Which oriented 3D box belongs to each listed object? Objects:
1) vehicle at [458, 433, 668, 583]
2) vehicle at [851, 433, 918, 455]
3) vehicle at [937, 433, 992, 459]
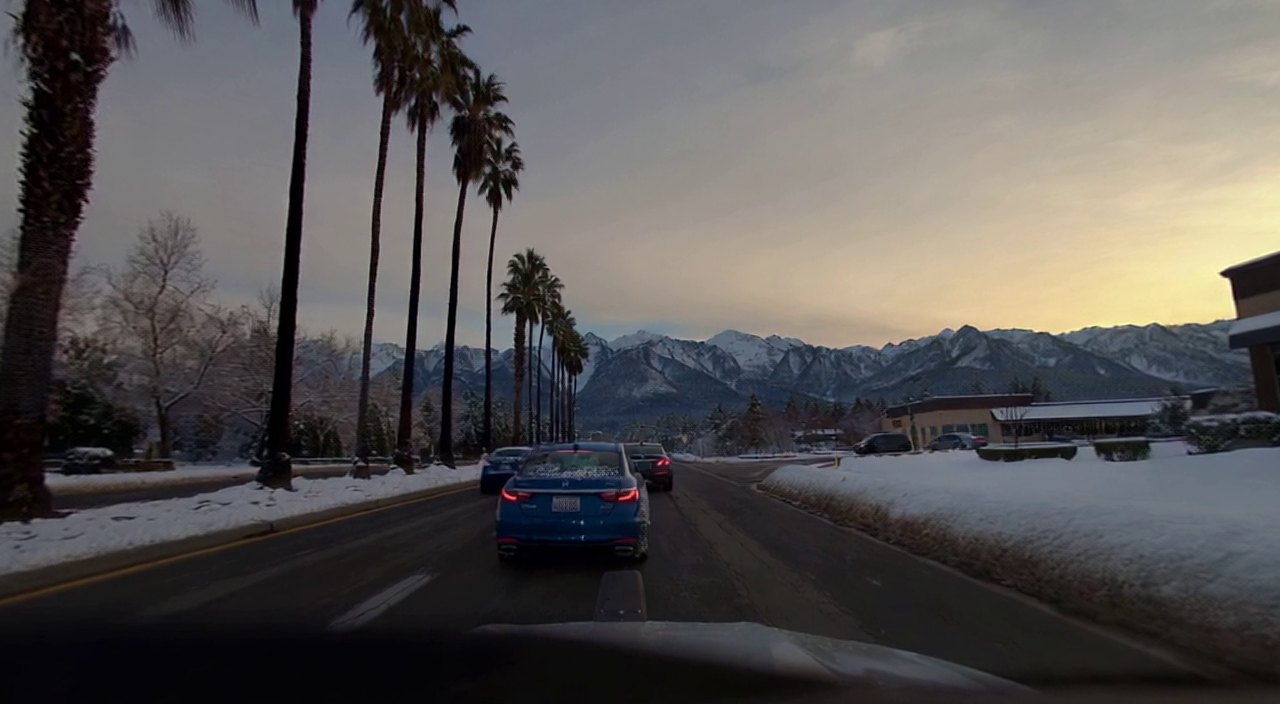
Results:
[{"bbox_3d":[-0.841,1.839,8.276,2.067,1.459,3.886,0,-8,-3],"label":"vehicle"},{"bbox_3d":[19.207,7.256,49.780,1.925,1.652,4.490,6,-10,-34],"label":"vehicle"},{"bbox_3d":[20.123,5.831,39.112,1.961,1.526,4.640,-7,-11,39],"label":"vehicle"}]
